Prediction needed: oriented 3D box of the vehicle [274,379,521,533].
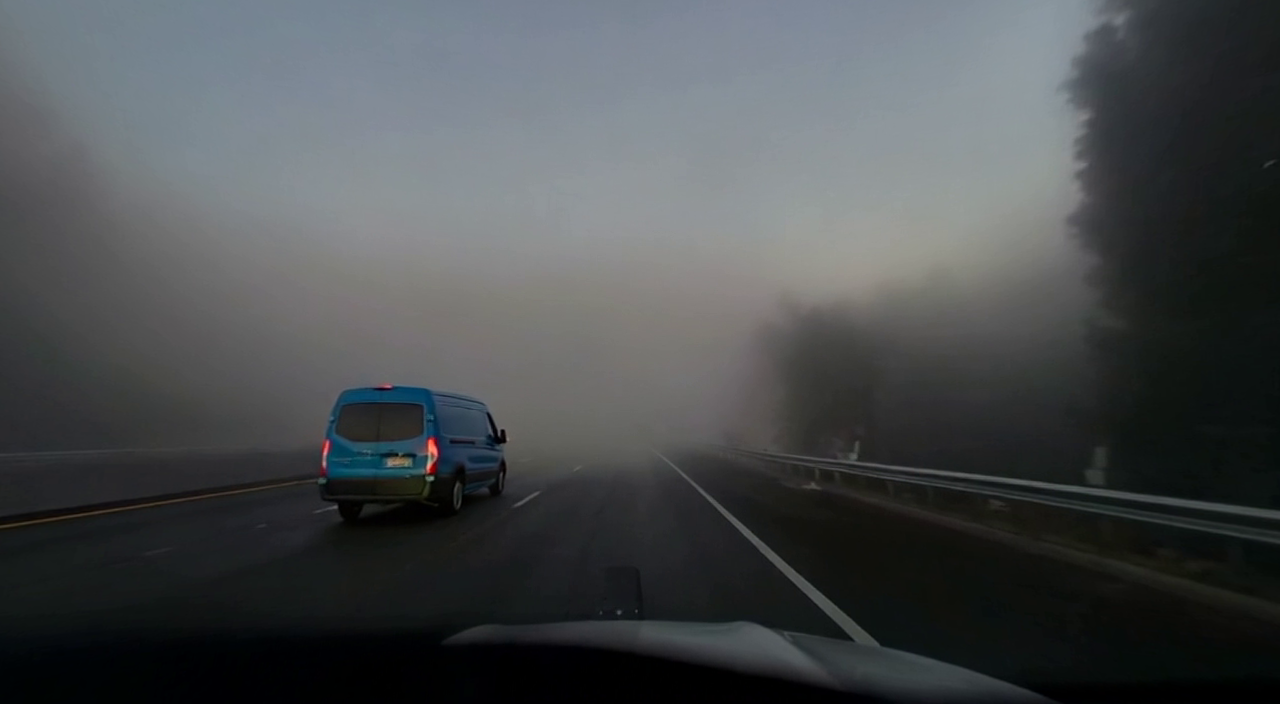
[{"bbox_3d":[-3.712,1.714,10.915,2.309,2.053,4.884,0,-8,0],"label":"vehicle"}]
